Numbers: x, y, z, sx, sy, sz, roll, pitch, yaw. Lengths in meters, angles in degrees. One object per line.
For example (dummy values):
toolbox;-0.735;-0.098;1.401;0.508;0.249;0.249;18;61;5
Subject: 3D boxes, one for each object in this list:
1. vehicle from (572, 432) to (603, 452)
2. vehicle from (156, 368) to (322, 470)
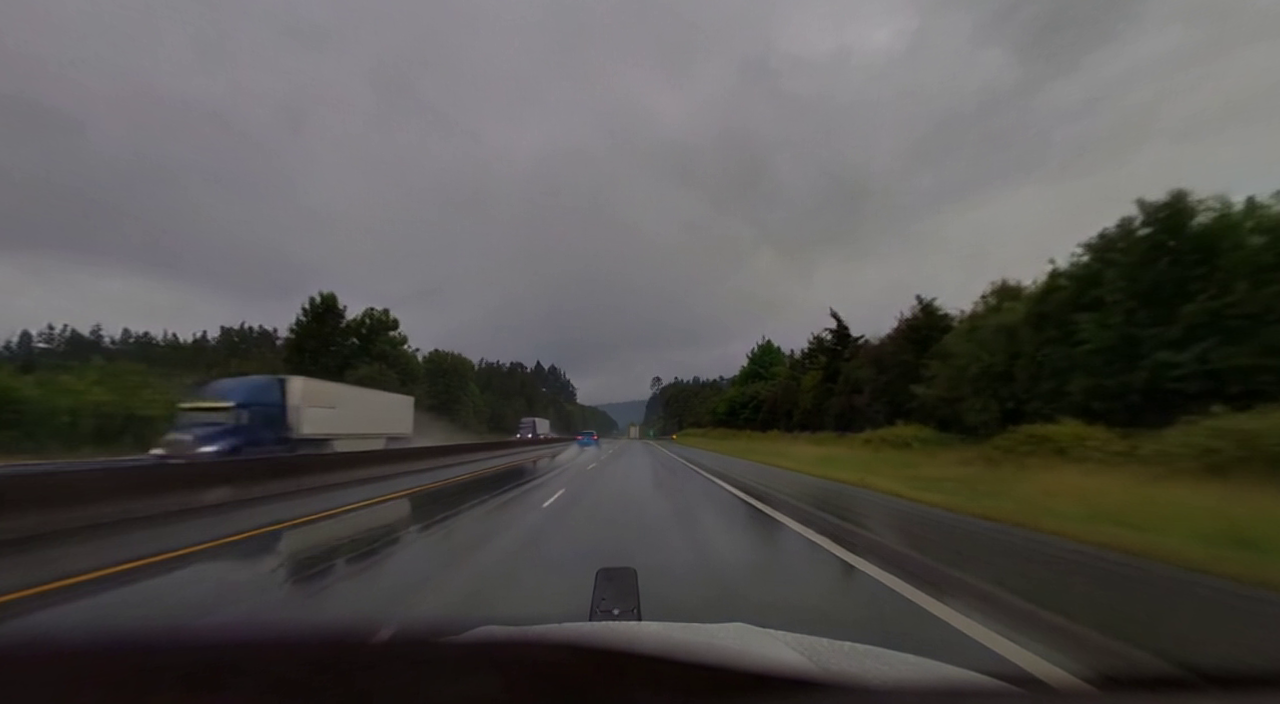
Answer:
vehicle;-3.898;6.771;47.574;2.085;1.479;3.846;0;-8;-1
vehicle;-16.511;2.879;26.572;2.985;3.825;5.832;0;-8;0
